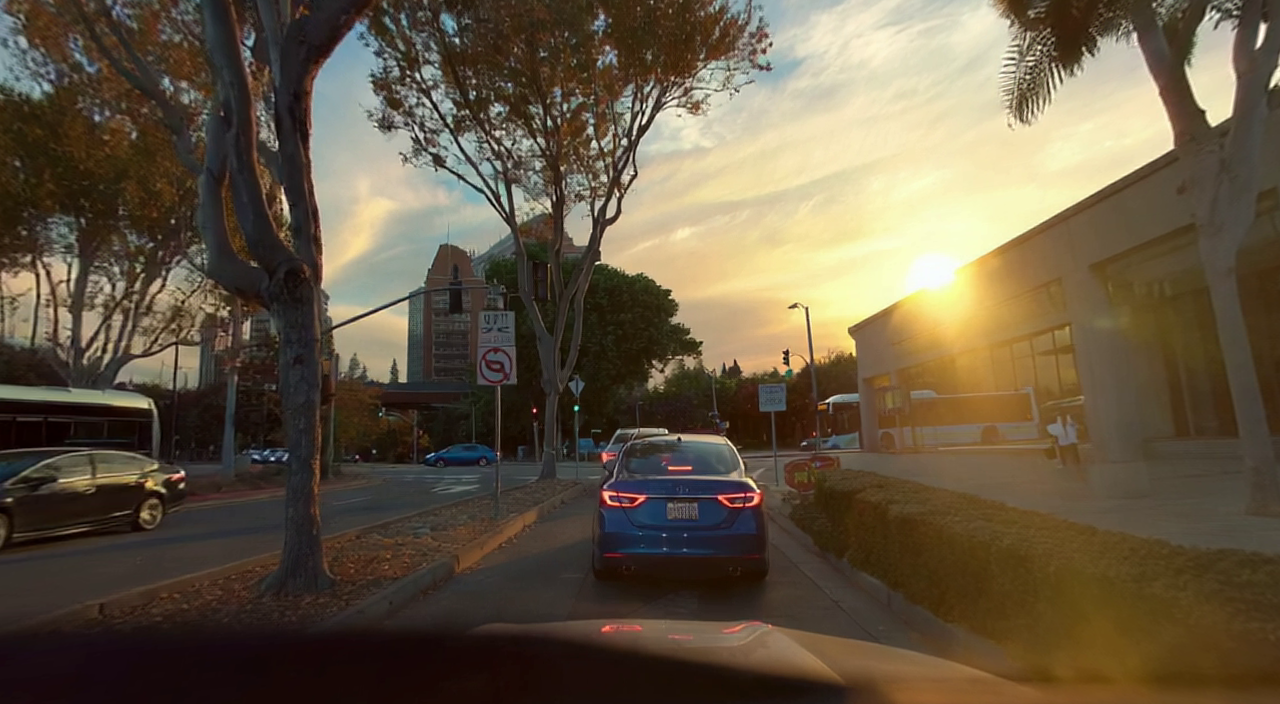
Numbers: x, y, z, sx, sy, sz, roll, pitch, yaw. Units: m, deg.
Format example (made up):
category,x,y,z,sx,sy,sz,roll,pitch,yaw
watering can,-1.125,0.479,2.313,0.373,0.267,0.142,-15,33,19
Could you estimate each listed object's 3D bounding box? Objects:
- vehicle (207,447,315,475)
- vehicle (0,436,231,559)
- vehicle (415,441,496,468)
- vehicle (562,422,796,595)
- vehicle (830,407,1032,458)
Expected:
category,x,y,z,sx,sy,sz,roll,pitch,yaw
vehicle,-21.446,6.154,35.944,1.883,1.461,4.830,-5,-10,32
vehicle,-8.913,2.061,9.573,2.066,1.506,4.900,0,-8,1
vehicle,-11.844,6.553,40.654,4.561,1.645,1.892,6,-10,-35
vehicle,0.367,1.630,7.394,2.006,1.470,3.799,0,-8,1
vehicle,22.149,6.284,48.962,13.811,3.706,2.997,-1,-9,5
